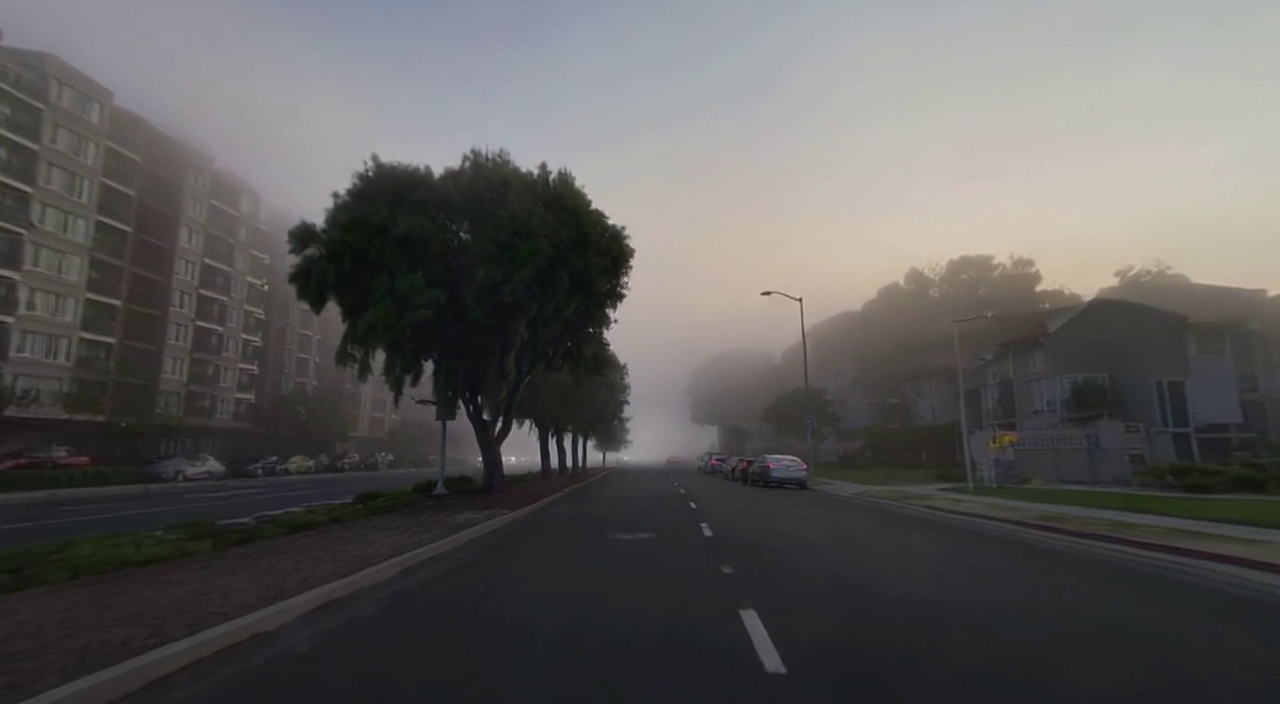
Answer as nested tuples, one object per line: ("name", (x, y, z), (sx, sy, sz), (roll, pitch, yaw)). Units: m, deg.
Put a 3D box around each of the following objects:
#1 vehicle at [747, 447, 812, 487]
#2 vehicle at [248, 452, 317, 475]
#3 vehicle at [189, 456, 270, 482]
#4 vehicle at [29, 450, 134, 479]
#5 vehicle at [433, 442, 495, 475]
("vehicle", (7.060, 5.833, 32.430), (2.241, 1.877, 4.810), (0, -9, 0))
("vehicle", (-25.543, 7.948, 45.155), (1.939, 1.514, 4.793), (0, -9, 3))
("vehicle", (-25.761, 7.317, 39.675), (1.931, 1.427, 4.578), (0, -9, 1))
("vehicle", (-32.473, 6.528, 36.692), (1.836, 1.533, 4.324), (-8, -12, 43))
("vehicle", (-11.823, 7.190, 42.857), (2.445, 2.105, 5.995), (0, -9, 0))
